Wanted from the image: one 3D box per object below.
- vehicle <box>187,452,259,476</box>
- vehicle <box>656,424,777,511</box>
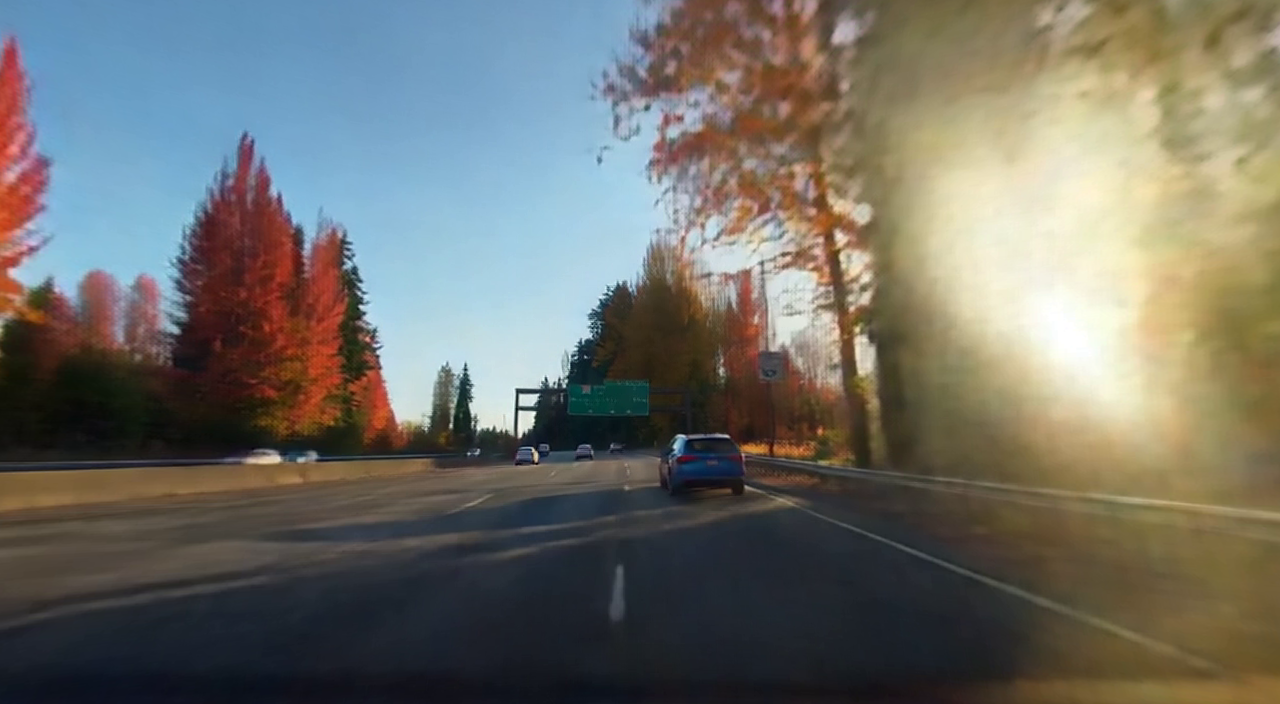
[{"bbox_3d":[-27.466,7.358,41.668,1.772,1.455,4.383,0,-8,-1],"label":"vehicle"},{"bbox_3d":[1.581,2.614,14.724,2.120,1.706,4.226,1,-8,-2],"label":"vehicle"}]
